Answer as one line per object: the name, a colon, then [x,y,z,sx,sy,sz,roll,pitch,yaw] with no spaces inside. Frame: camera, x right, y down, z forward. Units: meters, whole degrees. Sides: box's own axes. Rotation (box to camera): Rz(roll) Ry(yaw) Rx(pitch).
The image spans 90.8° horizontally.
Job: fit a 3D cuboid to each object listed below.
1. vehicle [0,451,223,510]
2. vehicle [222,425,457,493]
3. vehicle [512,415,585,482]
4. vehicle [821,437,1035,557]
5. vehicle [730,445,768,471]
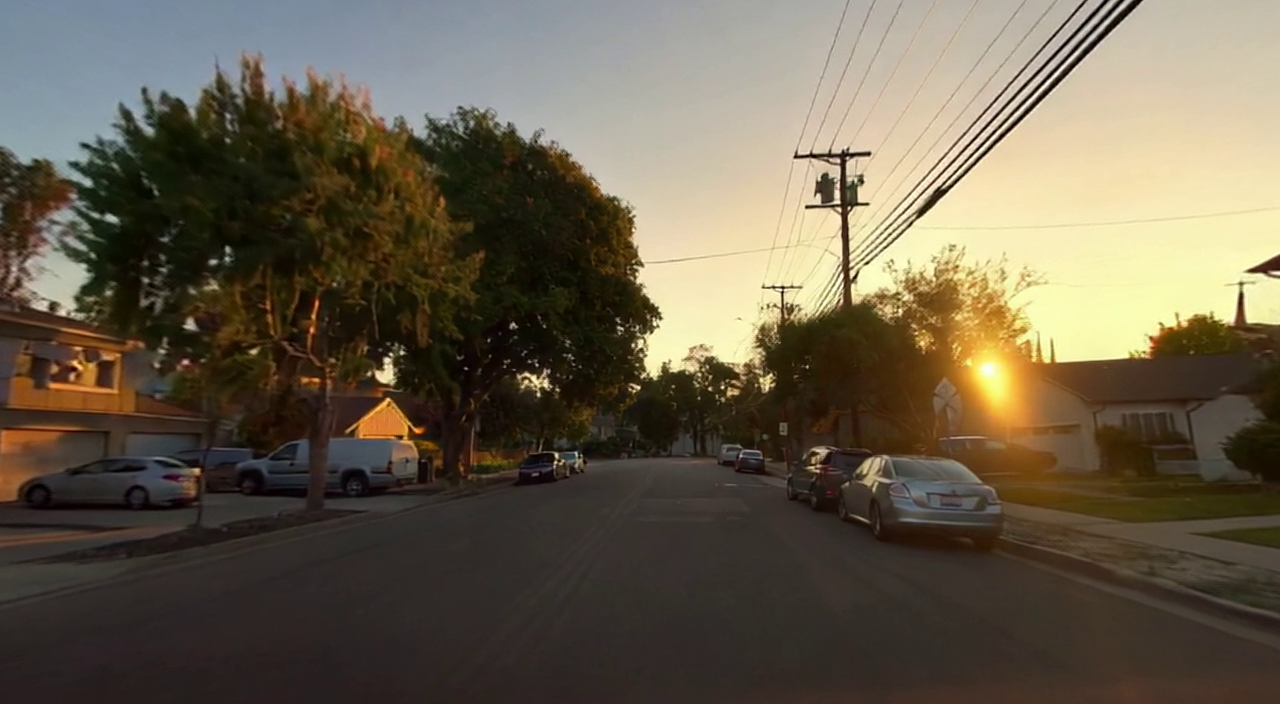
vehicle: [-13.982,3.372,16.840,4.481,1.420,1.712,0,-9,1]
vehicle: [-9.630,3.468,20.654,6.488,2.009,2.354,0,-9,4]
vehicle: [-4.289,4.711,30.816,2.199,2.902,5.848,0,-9,5]
vehicle: [4.153,2.102,9.871,1.845,1.453,3.792,0,-9,6]
vehicle: [6.281,6.139,36.749,1.743,1.440,3.732,0,-9,2]
